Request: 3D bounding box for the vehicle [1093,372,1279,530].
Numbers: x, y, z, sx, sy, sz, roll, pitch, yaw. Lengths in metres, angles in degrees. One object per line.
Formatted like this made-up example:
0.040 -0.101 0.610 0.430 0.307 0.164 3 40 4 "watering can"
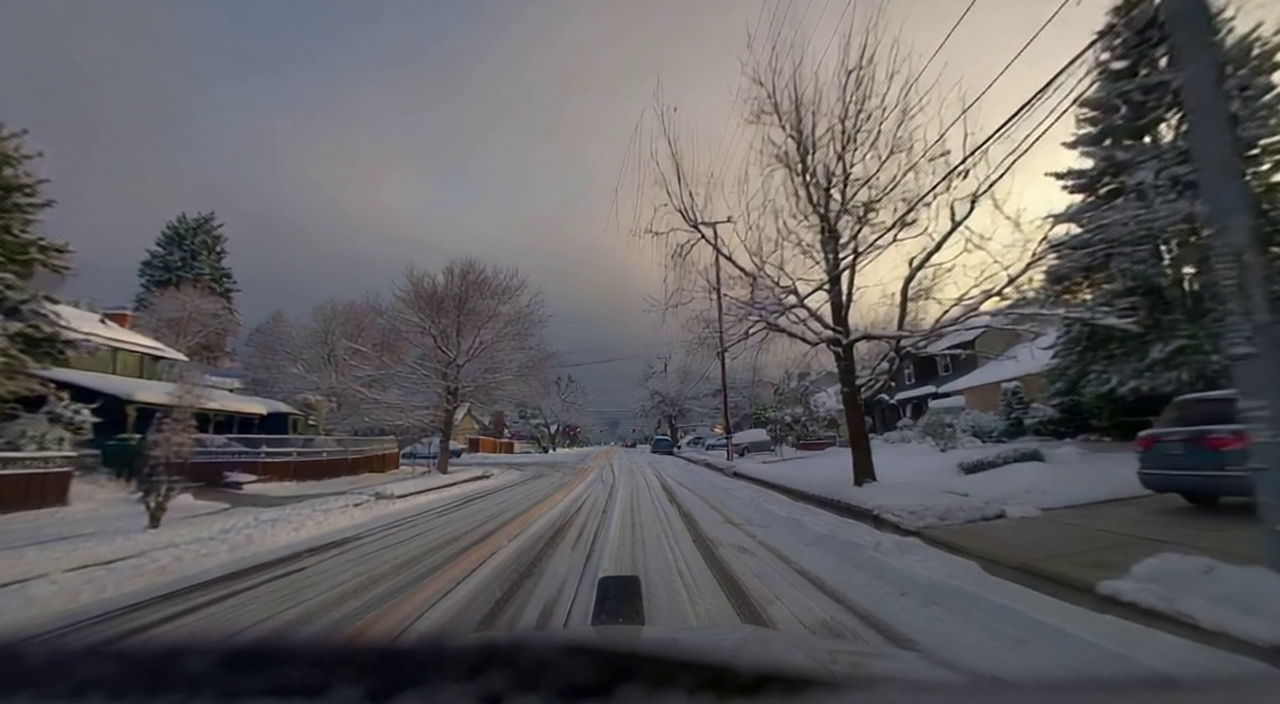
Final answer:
10.360 1.229 9.411 5.307 1.940 2.412 -5 -8 -4 "vehicle"
